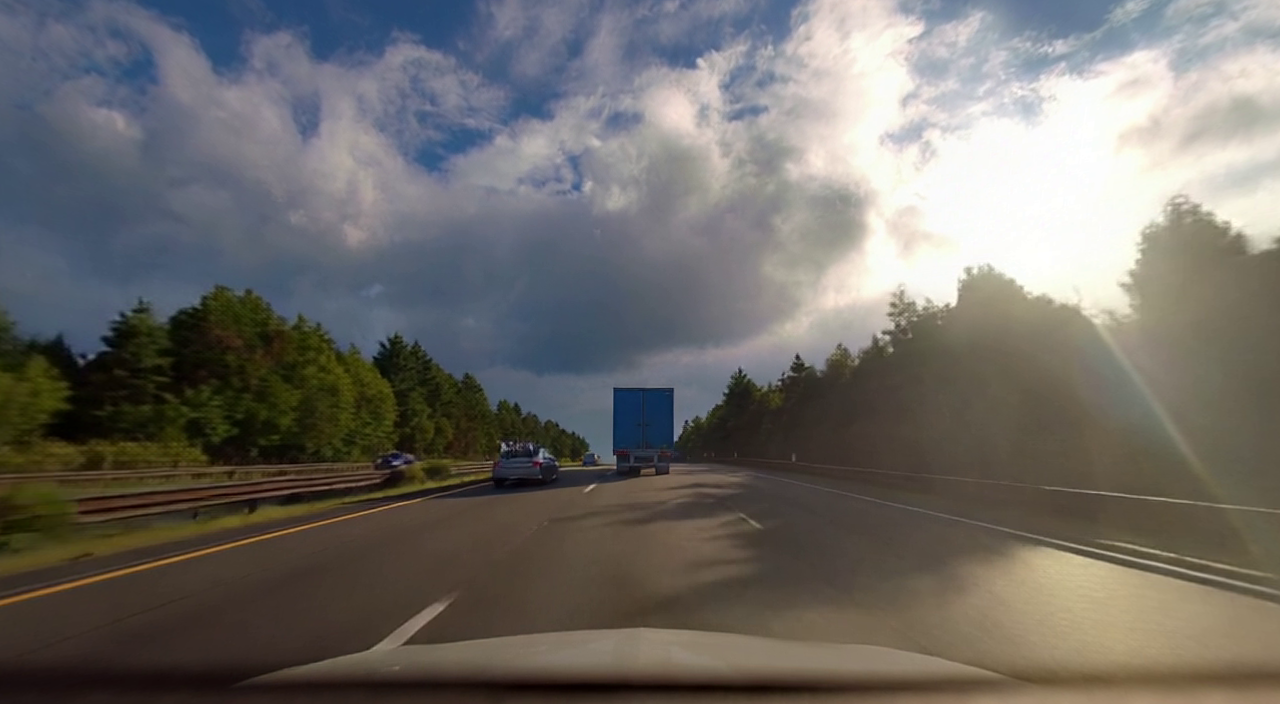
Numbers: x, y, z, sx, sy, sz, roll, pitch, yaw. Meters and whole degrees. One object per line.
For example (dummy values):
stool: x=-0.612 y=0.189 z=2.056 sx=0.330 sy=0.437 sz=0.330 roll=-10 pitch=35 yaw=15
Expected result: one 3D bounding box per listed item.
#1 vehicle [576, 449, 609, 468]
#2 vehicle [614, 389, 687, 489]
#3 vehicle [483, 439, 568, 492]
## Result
vehicle: x=-3.692 y=8.429 z=49.972 sx=2.133 sy=1.358 sz=4.870 roll=0 pitch=-9 yaw=2
vehicle: x=0.493 y=4.110 z=29.288 sx=2.821 sy=3.878 sz=8.925 roll=0 pitch=-9 yaw=1
vehicle: x=-3.878 y=3.950 z=22.262 sx=2.018 sy=1.632 sz=4.722 roll=0 pitch=-9 yaw=1
